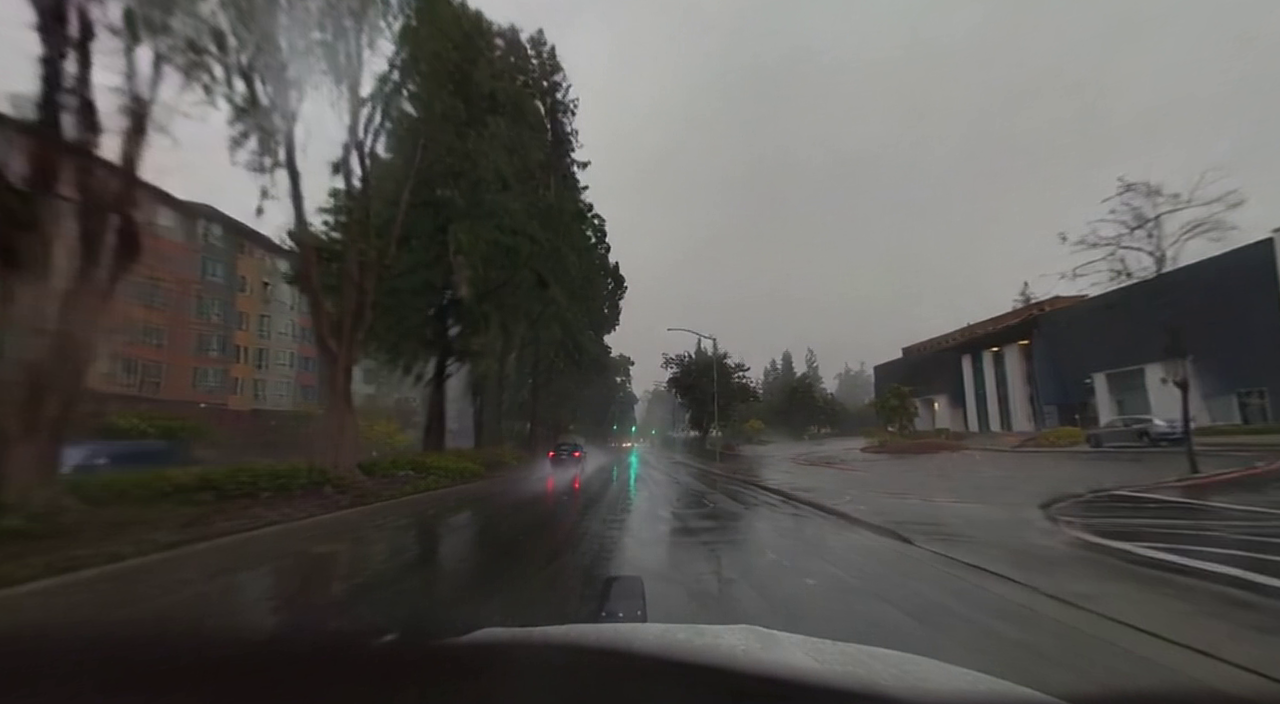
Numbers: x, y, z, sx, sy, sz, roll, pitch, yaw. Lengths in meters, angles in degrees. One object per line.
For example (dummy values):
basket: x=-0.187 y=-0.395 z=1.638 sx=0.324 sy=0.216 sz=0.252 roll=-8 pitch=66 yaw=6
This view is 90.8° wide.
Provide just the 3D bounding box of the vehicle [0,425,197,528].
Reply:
vehicle: x=-12.217 y=2.557 z=13.560 sx=2.071 sy=1.817 sz=4.634 roll=0 pitch=-8 yaw=-1

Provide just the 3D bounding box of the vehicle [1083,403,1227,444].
vehicle: x=25.069 y=3.618 z=31.160 sx=2.195 sy=1.814 sz=5.872 roll=0 pitch=-8 yaw=1

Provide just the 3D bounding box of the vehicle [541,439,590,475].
vehicle: x=-3.806 y=5.429 z=32.906 sx=1.959 sy=1.741 sz=4.141 roll=0 pitch=-8 yaw=1
